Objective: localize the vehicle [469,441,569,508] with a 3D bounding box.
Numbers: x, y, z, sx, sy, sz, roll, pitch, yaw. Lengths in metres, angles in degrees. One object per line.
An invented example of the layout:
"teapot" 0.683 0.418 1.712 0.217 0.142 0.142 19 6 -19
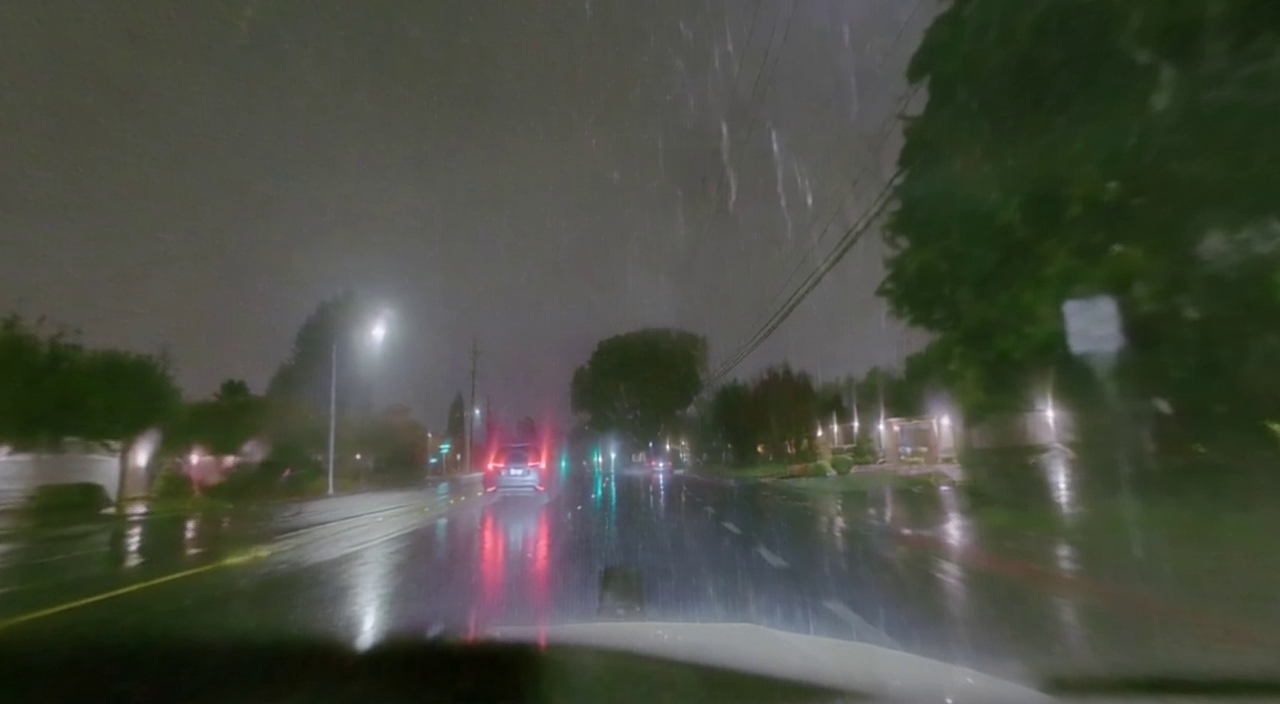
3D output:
"vehicle" -3.514 3.634 19.238 2.175 1.772 4.442 0 -9 0

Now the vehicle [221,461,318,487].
"vehicle" -22.009 7.239 37.663 4.525 1.455 1.821 1 -9 -5
